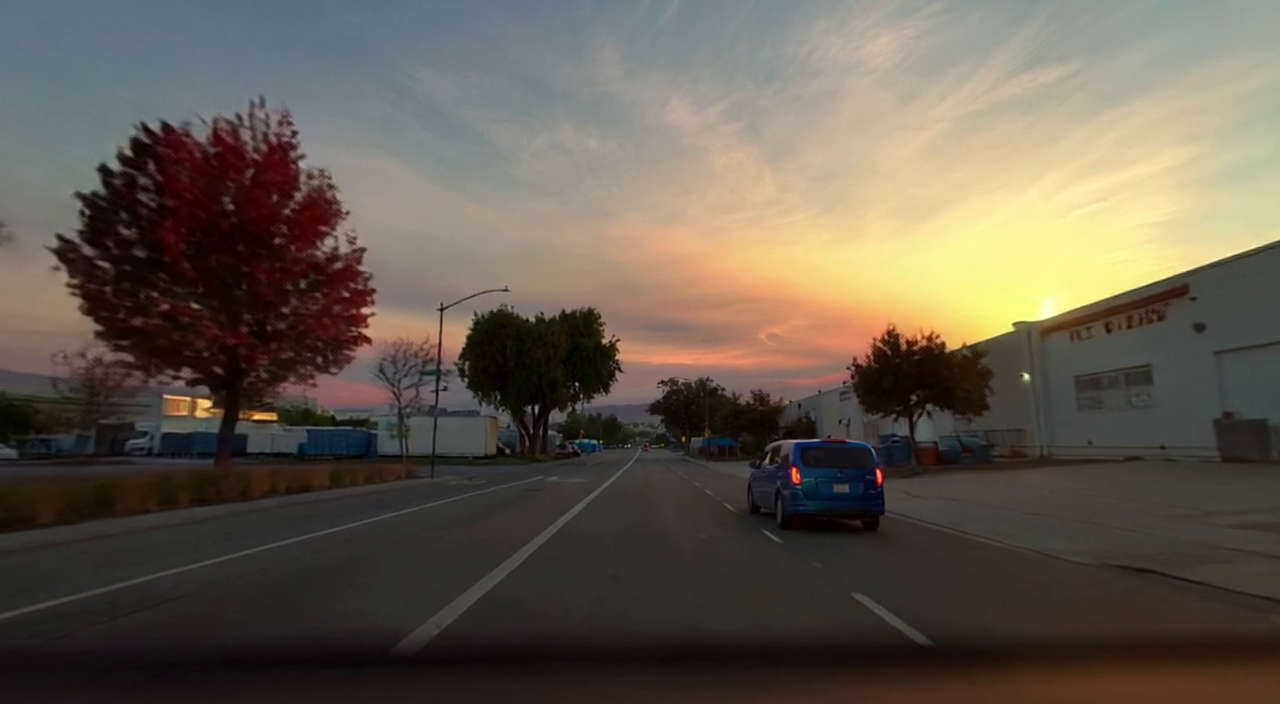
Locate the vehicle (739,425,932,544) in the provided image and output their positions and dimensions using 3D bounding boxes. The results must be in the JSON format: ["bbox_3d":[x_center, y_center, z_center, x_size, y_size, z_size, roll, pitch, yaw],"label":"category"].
[{"bbox_3d":[3.435,2.441,12.313,2.202,1.822,4.826,0,-9,0],"label":"vehicle"}]
